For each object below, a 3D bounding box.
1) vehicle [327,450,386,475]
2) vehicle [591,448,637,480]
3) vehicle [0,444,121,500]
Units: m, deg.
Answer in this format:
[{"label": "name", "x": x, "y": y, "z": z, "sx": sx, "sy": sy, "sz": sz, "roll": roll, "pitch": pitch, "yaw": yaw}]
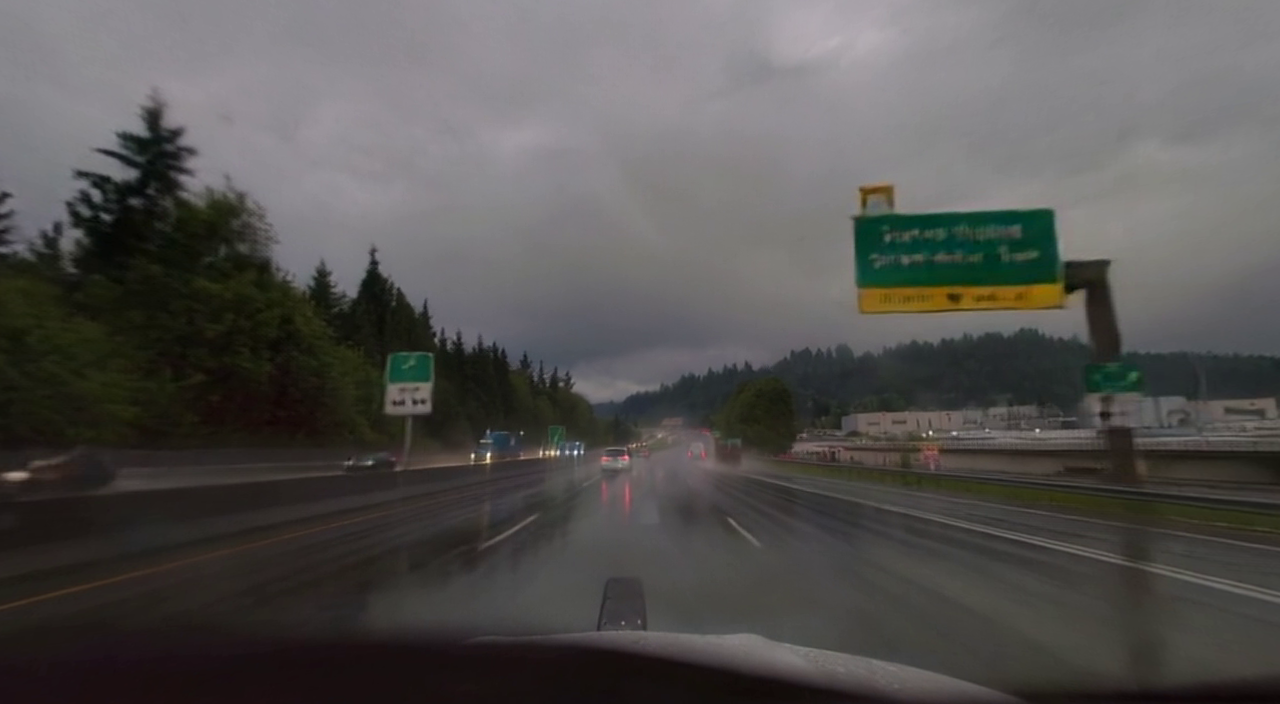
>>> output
[{"label": "vehicle", "x": -19.086, "y": 7.440, "z": 42.628, "sx": 1.845, "sy": 1.560, "sz": 4.095, "roll": -1, "pitch": -9, "yaw": 5}, {"label": "vehicle", "x": -1.263, "y": 5.654, "z": 32.064, "sx": 2.035, "sy": 1.513, "sz": 4.272, "roll": 0, "pitch": -9, "yaw": 1}, {"label": "vehicle", "x": -19.162, "y": 3.728, "z": 19.831, "sx": 1.859, "sy": 1.580, "sz": 4.271, "roll": -1, "pitch": -9, "yaw": 2}]
